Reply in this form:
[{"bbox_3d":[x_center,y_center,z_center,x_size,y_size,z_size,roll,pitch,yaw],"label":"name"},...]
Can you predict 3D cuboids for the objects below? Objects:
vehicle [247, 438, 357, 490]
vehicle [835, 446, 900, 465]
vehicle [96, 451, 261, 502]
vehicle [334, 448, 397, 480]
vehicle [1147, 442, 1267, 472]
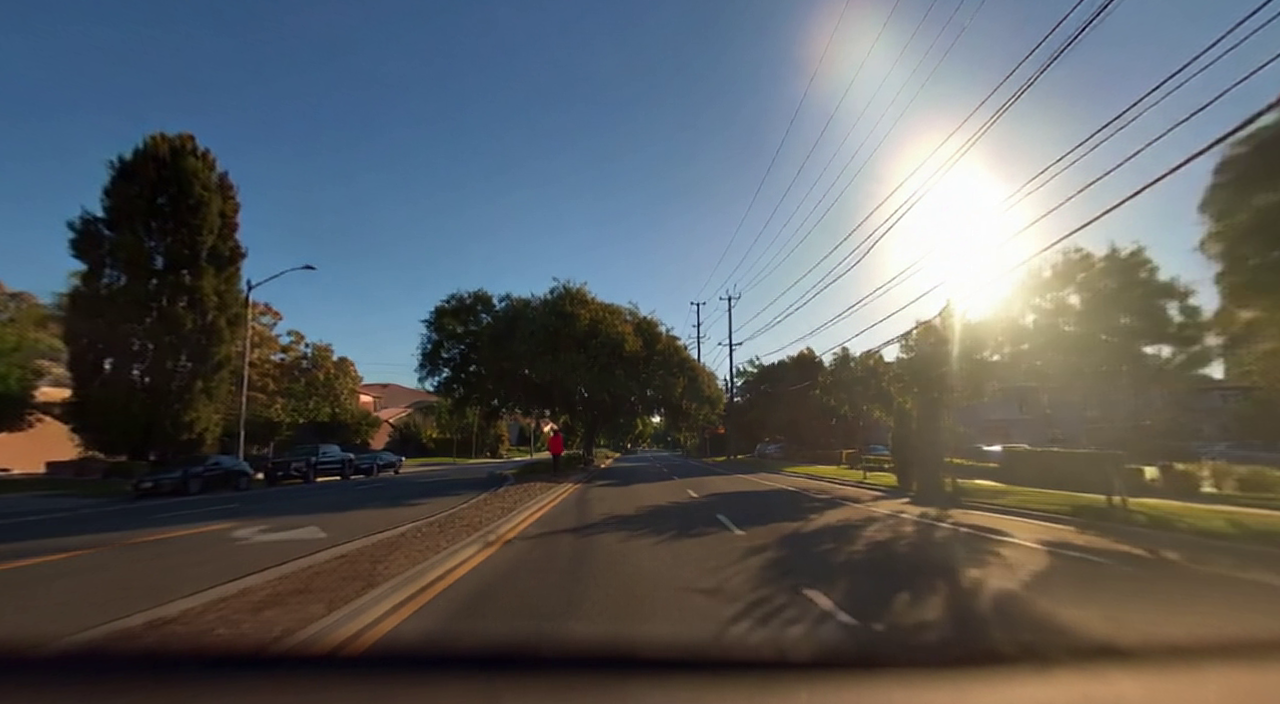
[{"bbox_3d":[-15.078,4.988,28.599,2.298,1.979,4.920,-4,-9,0],"label":"vehicle"},{"bbox_3d":[17.493,7.957,48.707,4.246,1.427,2.055,0,-9,-1],"label":"vehicle"},{"bbox_3d":[-15.232,4.094,21.248,2.058,1.479,4.519,0,-9,1],"label":"vehicle"},{"bbox_3d":[-15.435,6.280,35.758,2.106,1.517,4.632,-4,-8,-9],"label":"vehicle"},{"bbox_3d":[33.277,6.157,37.281,1.792,1.586,4.905,0,-9,-17],"label":"vehicle"}]
